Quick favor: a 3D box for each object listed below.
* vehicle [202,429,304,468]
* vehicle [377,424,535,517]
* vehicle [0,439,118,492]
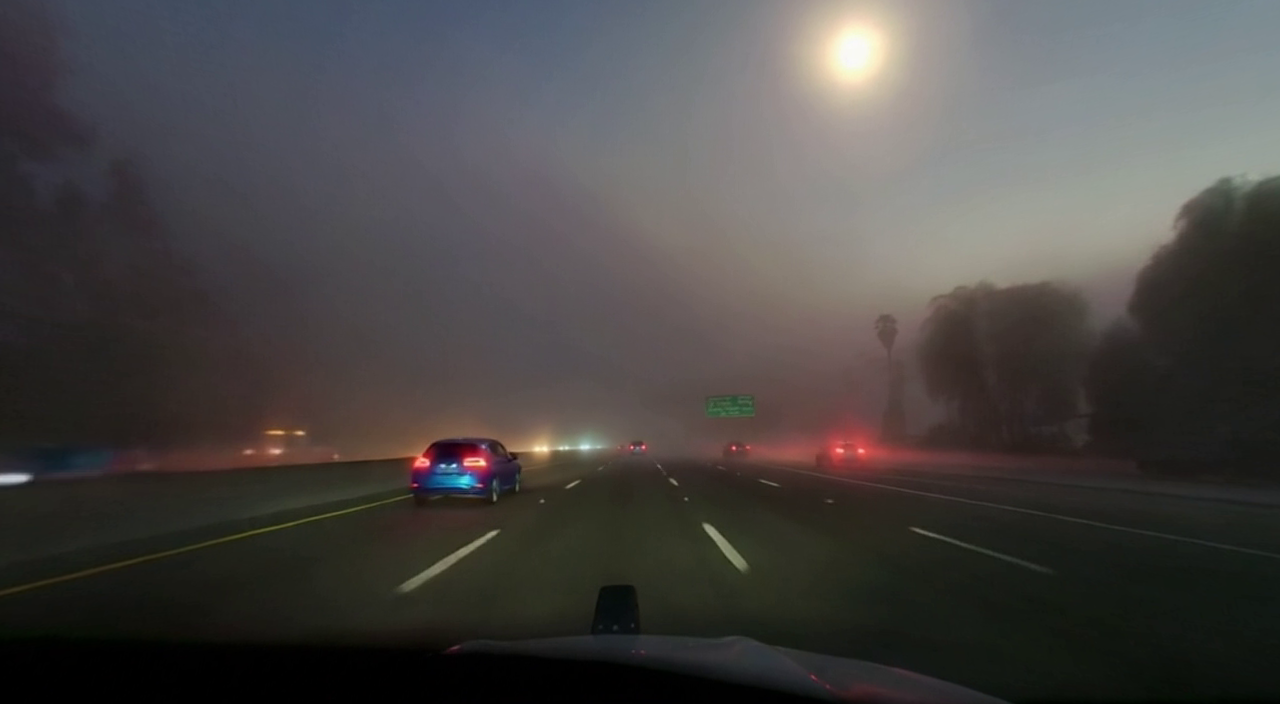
[{"bbox_3d":[-22.295,5.584,36.765,2.304,2.105,5.701,0,-8,0],"label":"vehicle"},{"bbox_3d":[-3.652,2.441,13.580,1.996,1.617,4.637,0,-8,0],"label":"vehicle"},{"bbox_3d":[-18.991,3.409,19.268,2.040,1.464,4.805,0,-8,0],"label":"vehicle"}]
